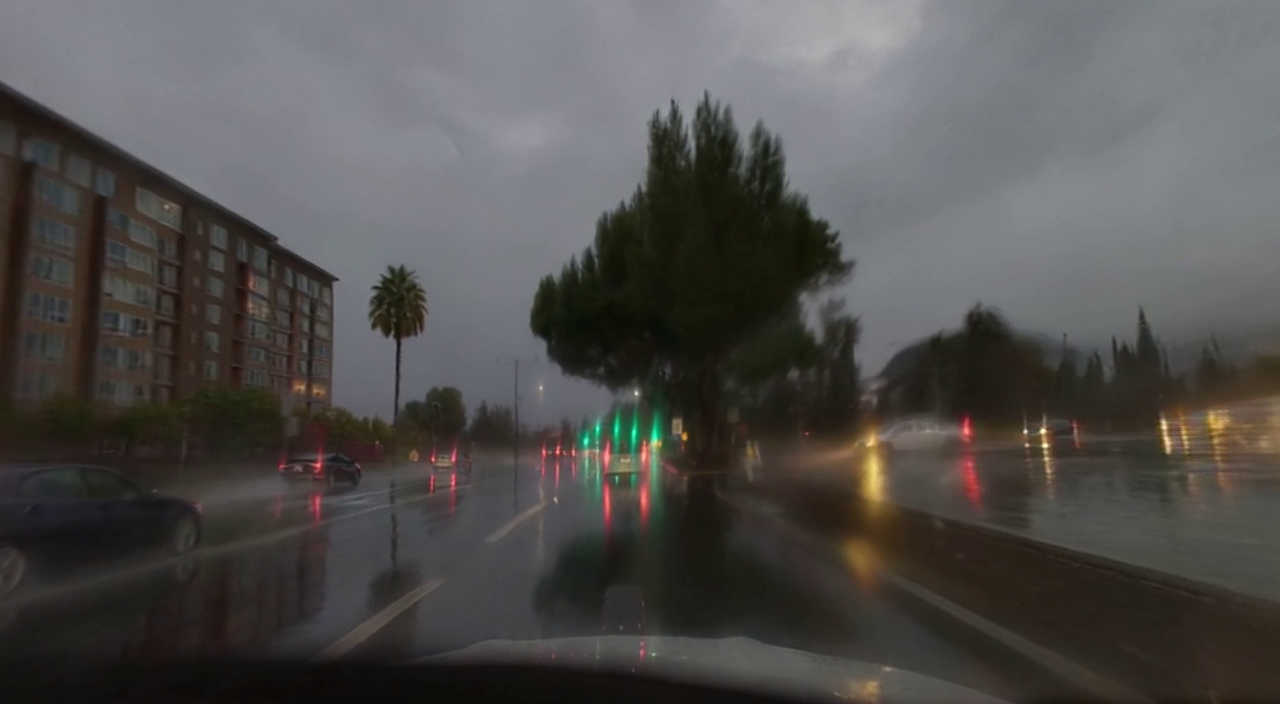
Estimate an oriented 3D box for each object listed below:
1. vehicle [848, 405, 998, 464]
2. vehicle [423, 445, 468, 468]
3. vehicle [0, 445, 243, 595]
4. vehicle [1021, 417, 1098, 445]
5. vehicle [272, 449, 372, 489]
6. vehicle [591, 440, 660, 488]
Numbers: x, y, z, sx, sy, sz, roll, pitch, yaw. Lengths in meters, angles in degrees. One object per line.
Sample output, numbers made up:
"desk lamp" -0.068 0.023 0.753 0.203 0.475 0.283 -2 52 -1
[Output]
"vehicle" 12.485 3.683 28.202 5.253 2.014 2.666 -5 -7 -5
"vehicle" -14.792 7.951 48.199 2.064 1.686 4.380 0 -8 -1
"vehicle" -7.230 1.862 7.653 1.906 1.449 4.576 0 -8 -1
"vehicle" 27.534 5.153 41.500 3.745 1.450 1.750 -5 -5 -3
"vehicle" -13.158 4.830 26.502 2.024 1.484 4.592 1 -9 -3
"vehicle" -0.471 3.749 21.501 2.099 1.469 4.389 0 -8 -1
